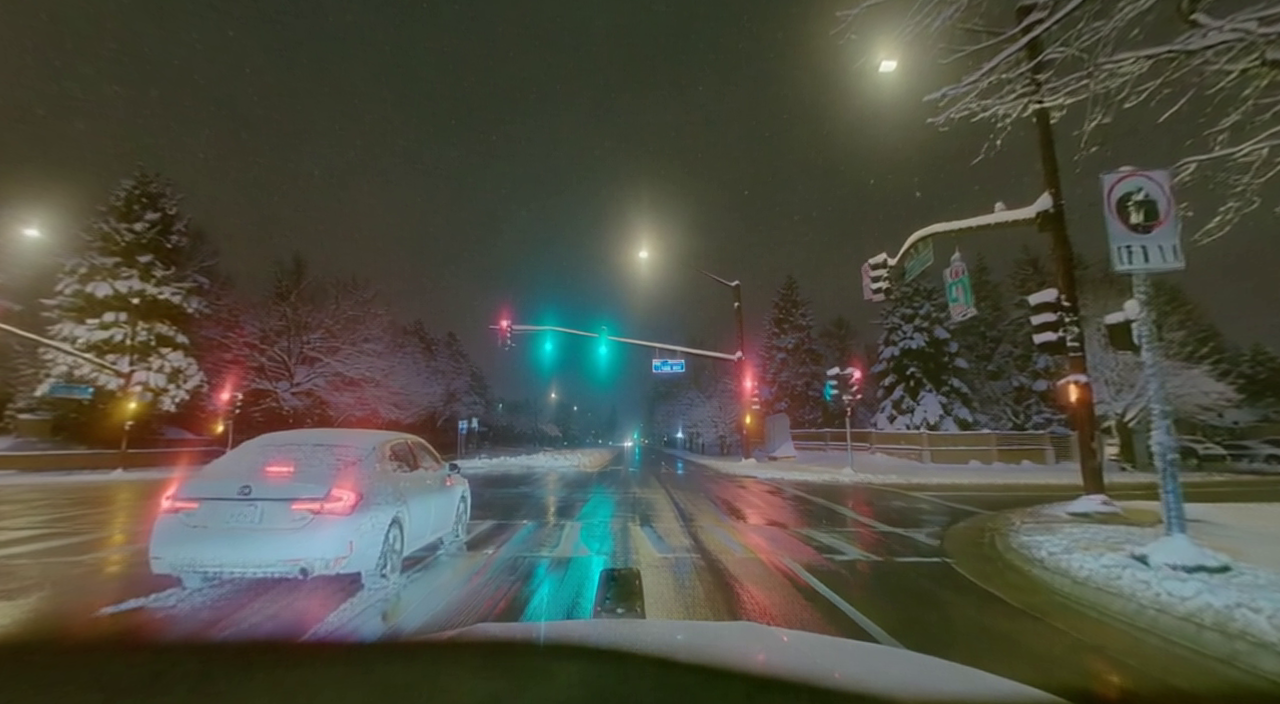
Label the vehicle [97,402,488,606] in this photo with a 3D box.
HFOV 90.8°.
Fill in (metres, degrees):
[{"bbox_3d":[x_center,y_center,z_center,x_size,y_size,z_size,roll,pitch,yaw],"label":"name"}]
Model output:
[{"bbox_3d":[-3.295,1.537,7.320,2.076,1.599,4.483,0,-8,-2],"label":"vehicle"}]
